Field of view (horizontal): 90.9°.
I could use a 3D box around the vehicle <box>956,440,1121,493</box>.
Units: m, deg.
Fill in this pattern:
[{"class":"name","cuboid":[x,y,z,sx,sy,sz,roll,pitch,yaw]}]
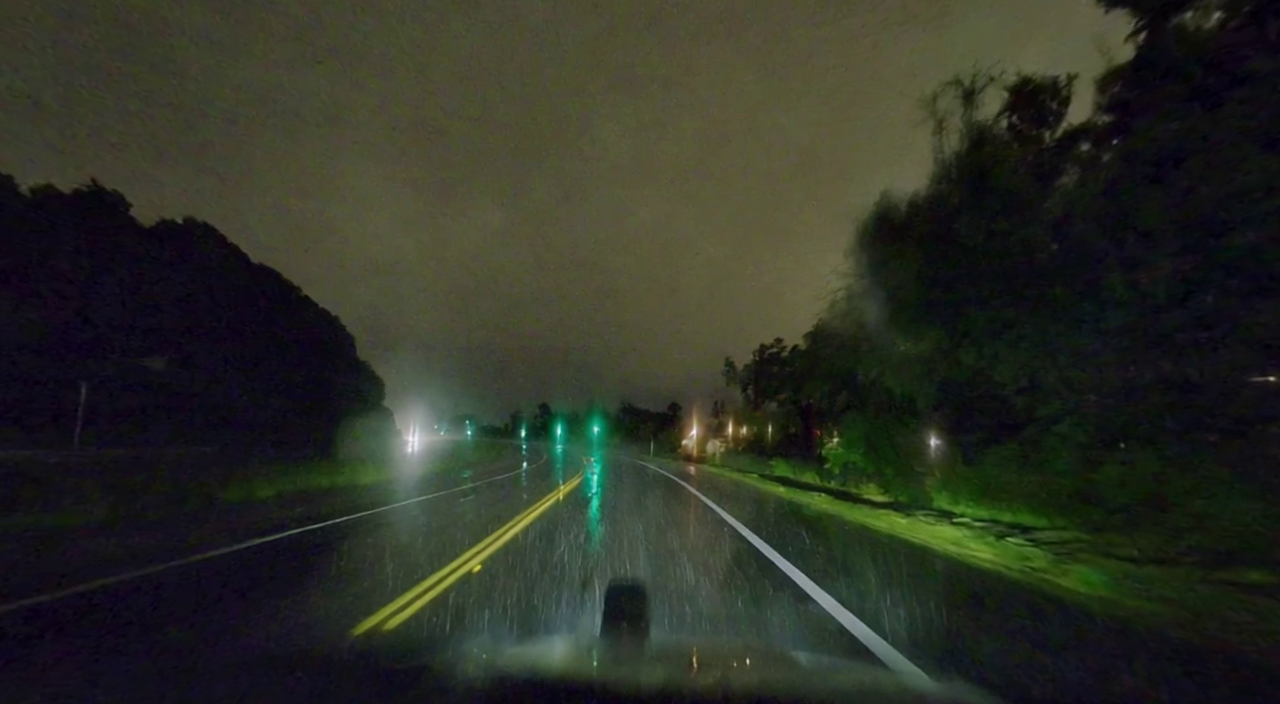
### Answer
[{"class":"vehicle","cuboid":[12.668,3.630,20.184,4.139,1.399,1.817,3,-7,-3]}]
